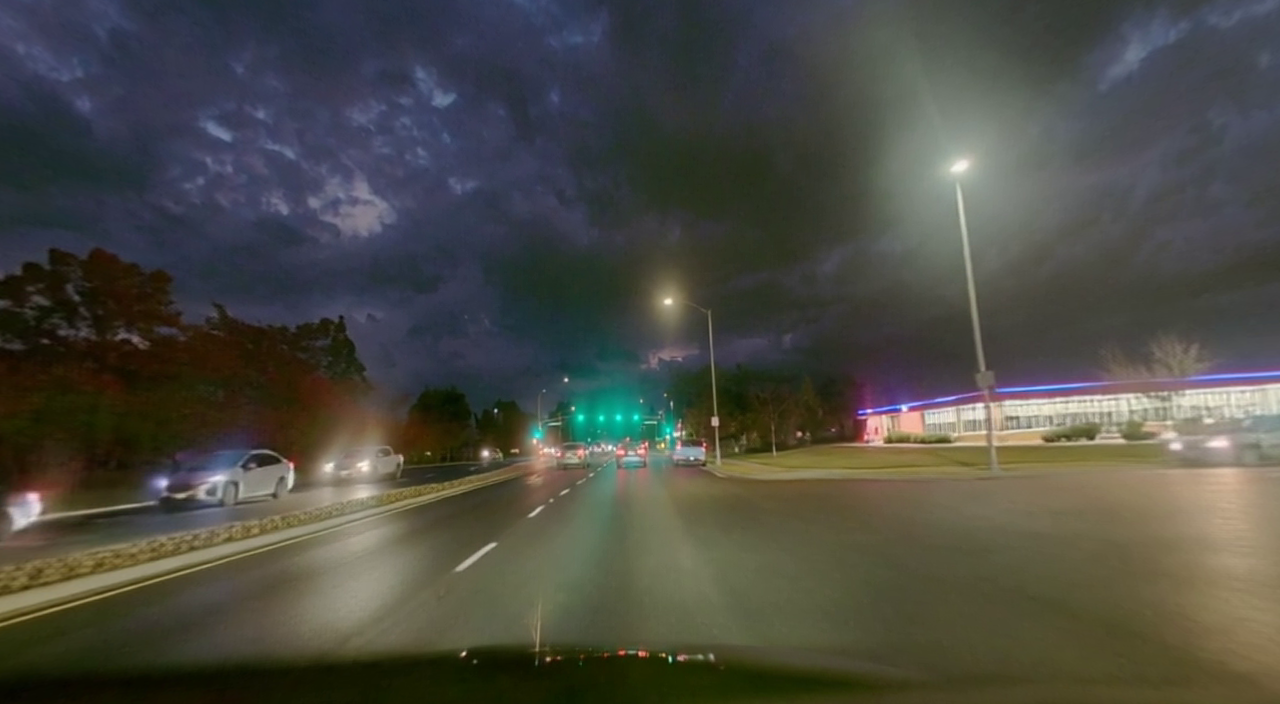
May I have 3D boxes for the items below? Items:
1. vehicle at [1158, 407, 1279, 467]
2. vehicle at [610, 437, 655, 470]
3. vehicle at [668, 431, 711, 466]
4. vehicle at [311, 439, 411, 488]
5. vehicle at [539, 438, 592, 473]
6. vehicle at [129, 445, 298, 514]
[{"bbox_3d":[17.203,2.249,16.945,4.517,1.455,2.233,-1,-8,3],"label":"vehicle"},{"bbox_3d":[-0.327,4.994,31.335,2.085,1.475,3.976,-1,-8,0],"label":"vehicle"},{"bbox_3d":[2.776,5.533,36.591,2.175,1.850,5.118,-1,-8,2],"label":"vehicle"},{"bbox_3d":[-12.384,4.929,28.469,2.260,1.921,4.902,-1,-8,0],"label":"vehicle"},{"bbox_3d":[-3.445,4.833,29.742,1.921,1.477,4.083,-1,-8,1],"label":"vehicle"},{"bbox_3d":[-12.560,3.722,19.045,1.986,1.712,4.399,-1,-8,1],"label":"vehicle"}]
